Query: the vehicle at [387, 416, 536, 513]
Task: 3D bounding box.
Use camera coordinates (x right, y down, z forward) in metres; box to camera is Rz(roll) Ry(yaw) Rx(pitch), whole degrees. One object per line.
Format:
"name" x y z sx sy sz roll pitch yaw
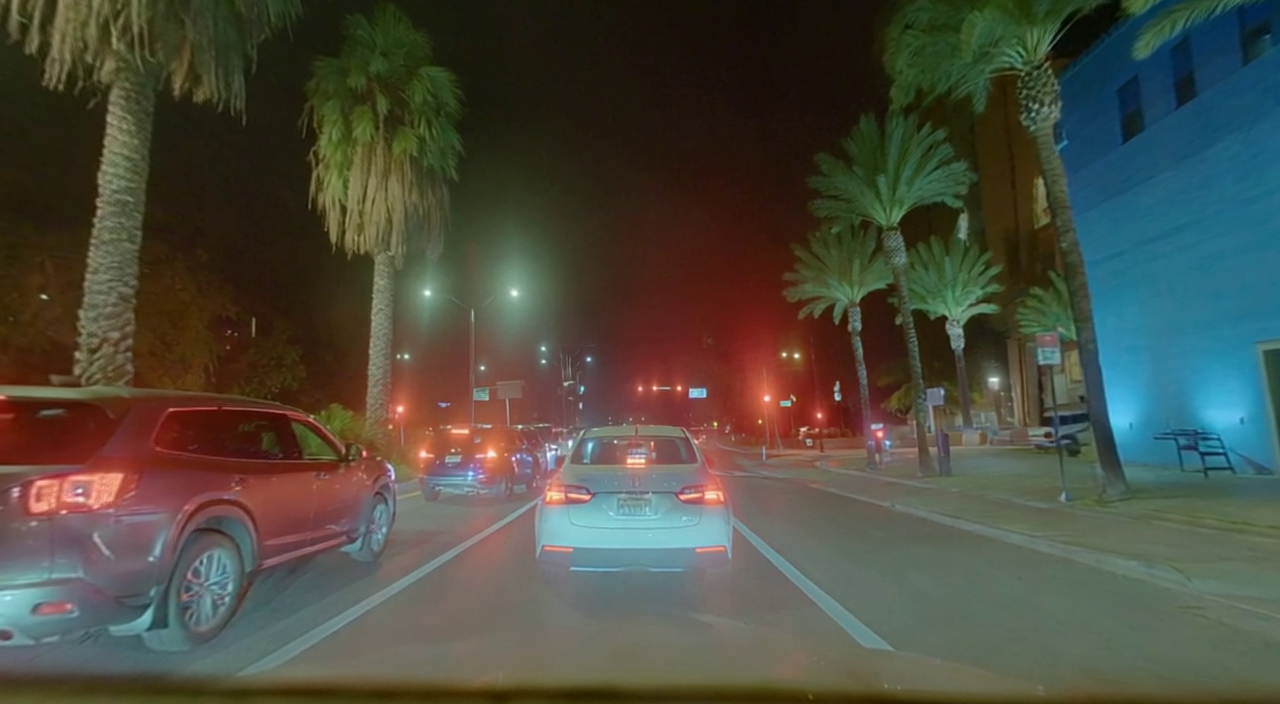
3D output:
"vehicle" -3.464 2.267 13.116 1.840 1.684 4.041 0 -8 1

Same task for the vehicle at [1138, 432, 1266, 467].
"vehicle" 25.462 4.418 28.677 3.914 1.427 1.779 -2 -8 5

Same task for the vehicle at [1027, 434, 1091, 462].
"vehicle" 26.280 6.061 39.705 1.882 1.672 3.957 -2 -9 11

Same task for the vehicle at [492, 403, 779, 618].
"vehicle" -0.060 1.493 6.889 2.114 1.585 4.285 0 -8 -1

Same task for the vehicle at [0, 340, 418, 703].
"vehicle" -3.533 1.124 5.091 1.914 1.741 4.398 0 -8 -1
